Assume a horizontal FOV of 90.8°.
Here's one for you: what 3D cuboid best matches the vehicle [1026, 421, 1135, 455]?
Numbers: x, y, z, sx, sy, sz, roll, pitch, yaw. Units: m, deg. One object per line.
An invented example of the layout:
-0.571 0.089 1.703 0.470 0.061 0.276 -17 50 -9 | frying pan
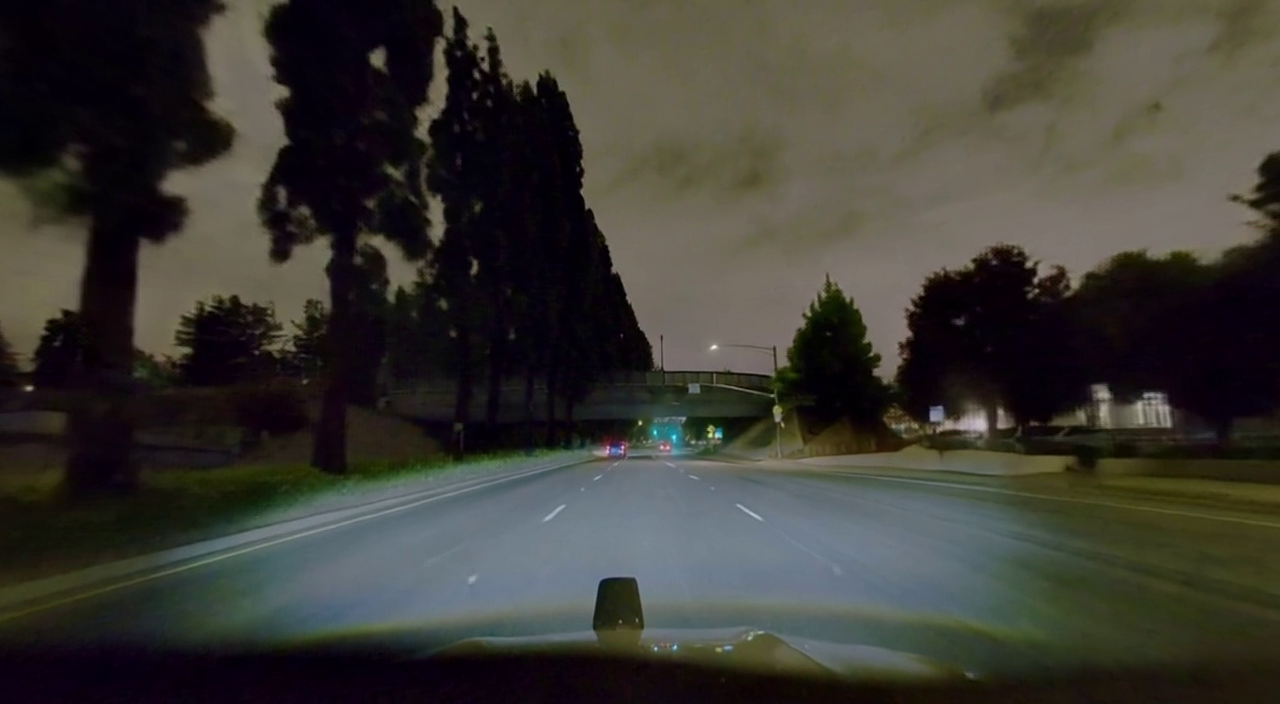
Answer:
19.857 3.893 28.580 3.688 1.489 1.667 1 -9 -4 | vehicle
